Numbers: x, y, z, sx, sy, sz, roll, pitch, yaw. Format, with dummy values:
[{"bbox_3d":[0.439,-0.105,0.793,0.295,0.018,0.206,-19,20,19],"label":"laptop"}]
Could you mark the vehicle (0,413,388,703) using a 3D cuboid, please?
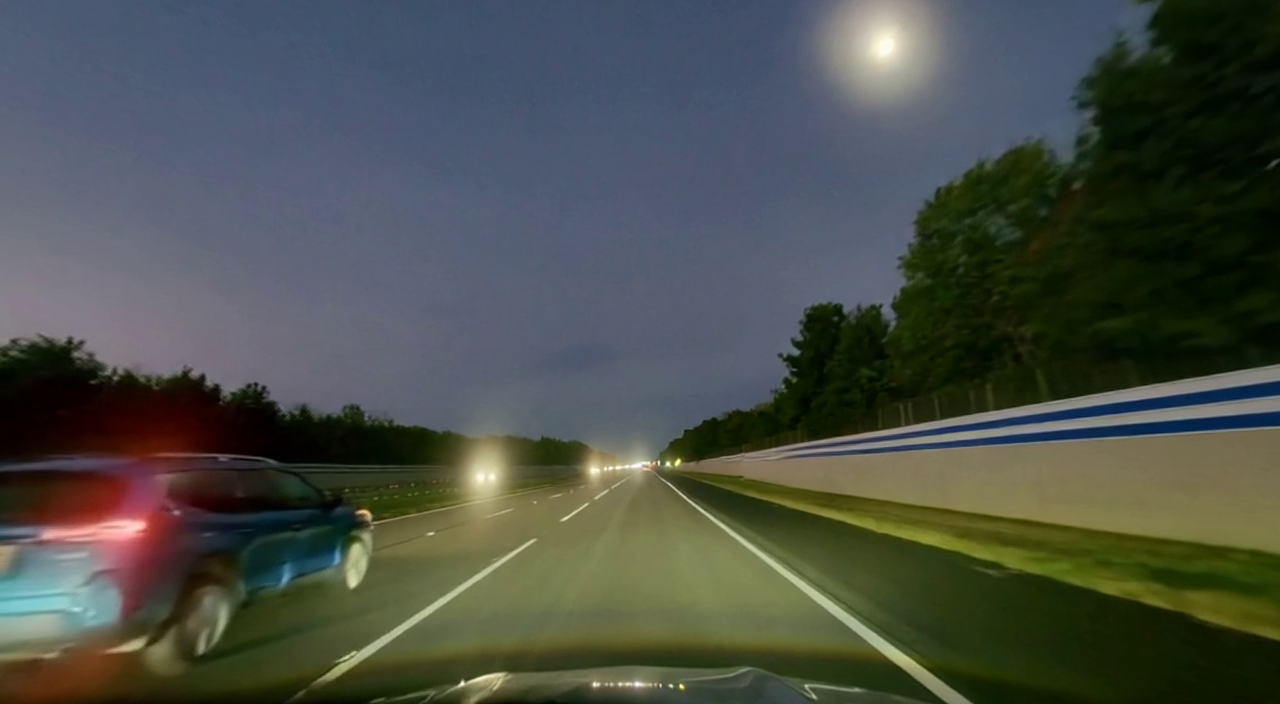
[{"bbox_3d":[-3.681,1.375,4.674,1.985,1.515,3.839,1,-11,0],"label":"vehicle"}]
